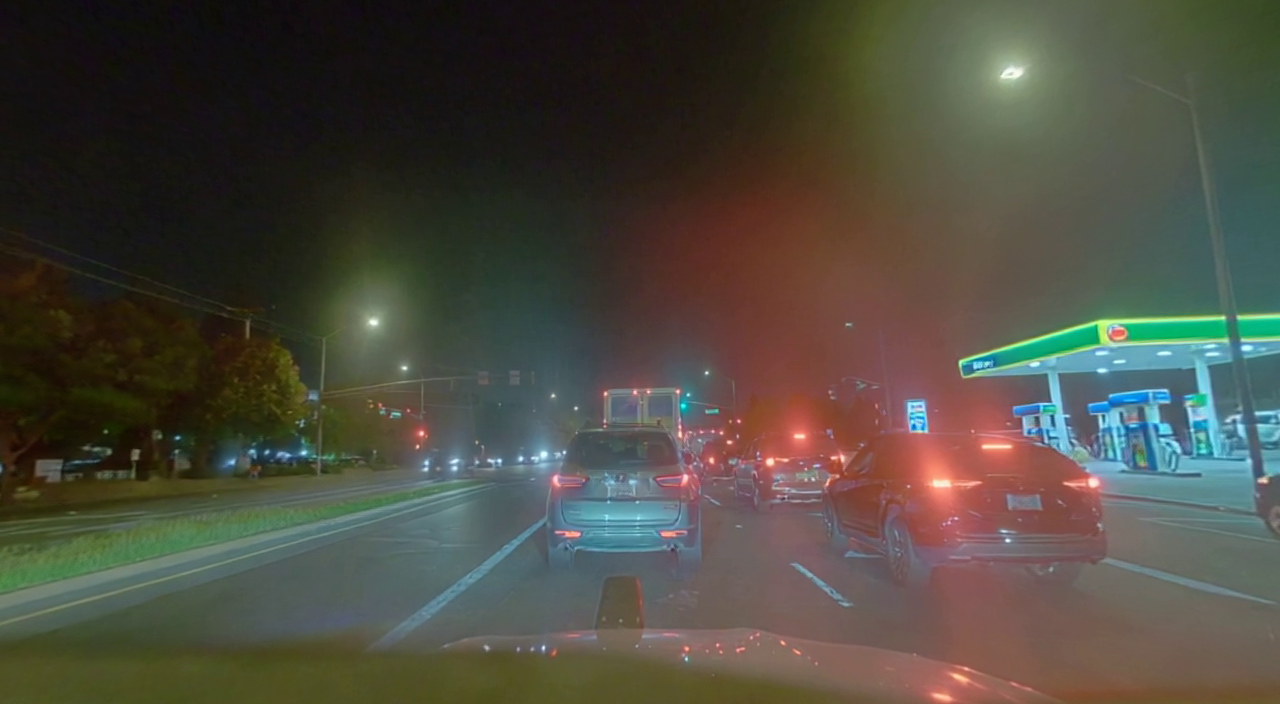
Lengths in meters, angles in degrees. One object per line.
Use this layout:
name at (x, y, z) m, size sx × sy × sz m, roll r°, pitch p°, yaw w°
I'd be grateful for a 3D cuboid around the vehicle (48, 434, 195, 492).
vehicle at (-26.949, 5.778, 33.294) m, size 2.571 × 2.711 × 6.027 m, roll 0°, pitch -9°, yaw 0°

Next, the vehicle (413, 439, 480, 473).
vehicle at (-10.971, 5.942, 36.203) m, size 2.190 × 1.778 × 5.033 m, roll -1°, pitch -9°, yaw 1°

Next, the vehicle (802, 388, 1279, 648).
vehicle at (3.369, 1.424, 6.470) m, size 2.056 × 1.700 × 4.399 m, roll 0°, pitch -9°, yaw -3°

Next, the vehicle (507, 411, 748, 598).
vehicle at (-0.148, 1.616, 7.466) m, size 2.106 × 1.613 × 3.697 m, roll 0°, pitch -9°, yaw -1°
